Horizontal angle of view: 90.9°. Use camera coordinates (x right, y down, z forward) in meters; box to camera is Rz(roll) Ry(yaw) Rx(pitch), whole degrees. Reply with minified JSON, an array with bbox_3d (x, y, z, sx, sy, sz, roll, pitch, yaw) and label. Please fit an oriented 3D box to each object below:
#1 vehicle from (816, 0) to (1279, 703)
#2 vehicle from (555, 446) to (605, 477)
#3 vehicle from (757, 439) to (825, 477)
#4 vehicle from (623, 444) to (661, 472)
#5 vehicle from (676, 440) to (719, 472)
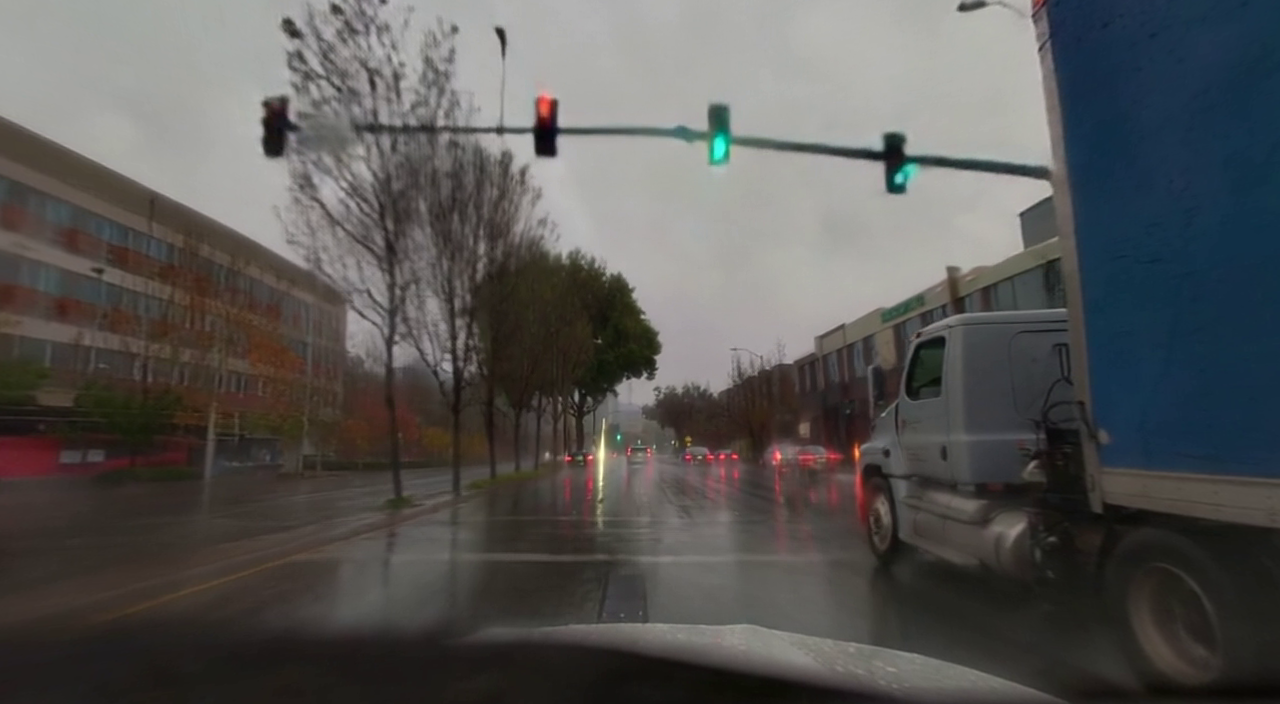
[{"bbox_3d":[3.783,-0.079,3.715,3.006,3.679,8.506,-1,-9,0],"label":"vehicle"},{"bbox_3d":[-3.144,5.865,33.931,2.211,1.537,4.666,-1,-9,0],"label":"vehicle"},{"bbox_3d":[7.701,5.444,32.671,2.174,1.793,5.061,0,-9,-1],"label":"vehicle"},{"bbox_3d":[0.114,6.759,40.328,2.276,1.704,3.925,0,-9,0],"label":"vehicle"},{"bbox_3d":[3.567,6.530,39.743,2.196,1.908,4.412,0,-9,-1],"label":"vehicle"}]
